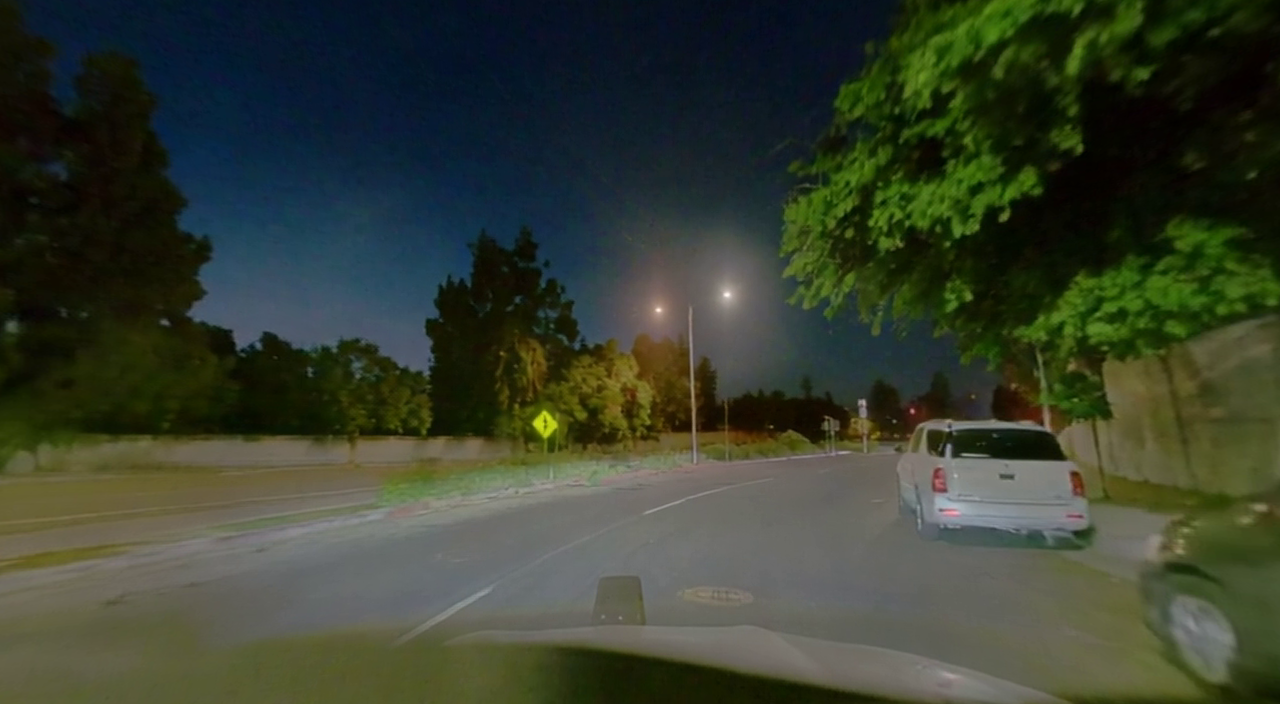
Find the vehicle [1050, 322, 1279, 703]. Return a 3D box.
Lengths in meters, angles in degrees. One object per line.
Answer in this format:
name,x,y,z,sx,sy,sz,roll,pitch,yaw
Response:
vehicle,3.830,0.679,1.959,2.168,1.846,4.794,-1,-9,5

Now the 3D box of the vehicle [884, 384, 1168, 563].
vehicle,5.524,1.814,10.227,2.483,1.978,5.802,-3,-9,17
